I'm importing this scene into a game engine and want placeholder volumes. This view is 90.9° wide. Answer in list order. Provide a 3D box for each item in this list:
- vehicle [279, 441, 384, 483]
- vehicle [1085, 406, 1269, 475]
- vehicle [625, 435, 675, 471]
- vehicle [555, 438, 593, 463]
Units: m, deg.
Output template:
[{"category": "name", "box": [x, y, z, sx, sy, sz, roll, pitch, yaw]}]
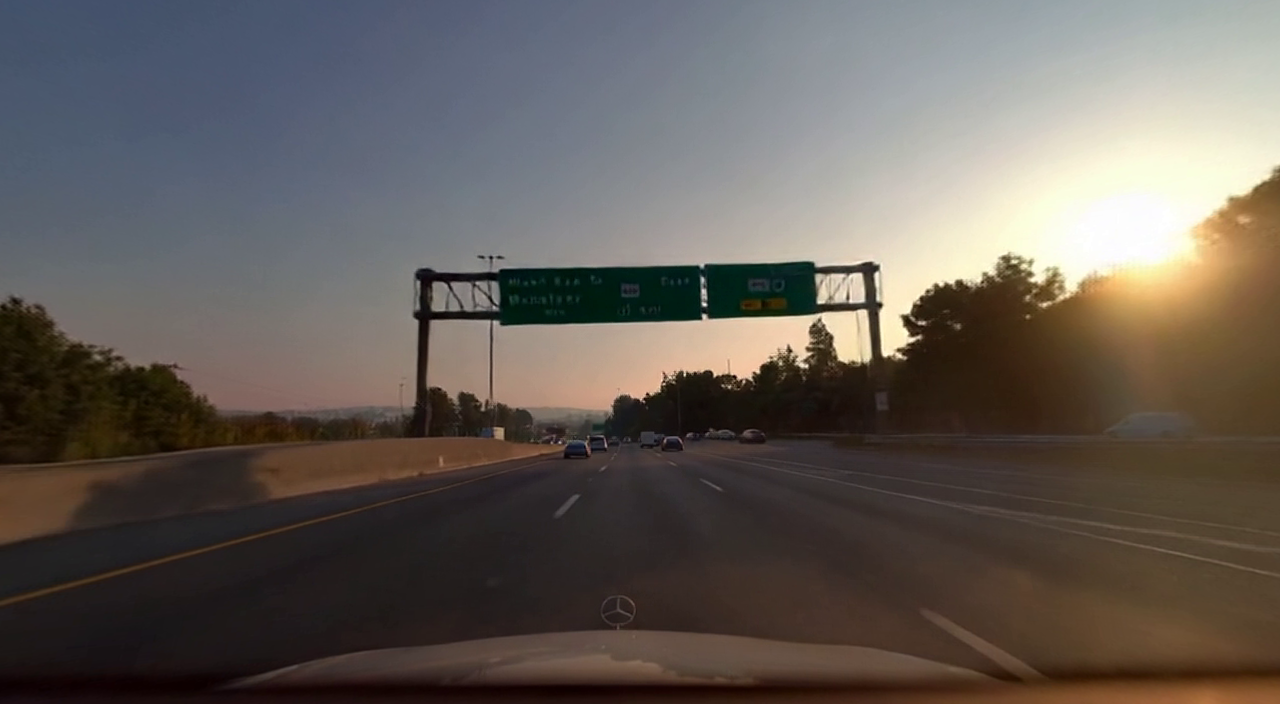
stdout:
[{"category": "vehicle", "box": [-11.996, 4.290, 24.925, 1.918, 1.464, 4.587, 0, -8, -1]}, {"category": "vehicle", "box": [22.050, 3.720, 26.411, 2.232, 2.540, 6.015, 0, -8, -1]}, {"category": "vehicle", "box": [0.390, 4.696, 29.506, 2.086, 1.554, 3.875, 0, -8, -2]}, {"category": "vehicle", "box": [-4.039, 6.115, 39.227, 2.014, 1.471, 4.380, 0, -8, -1]}]
